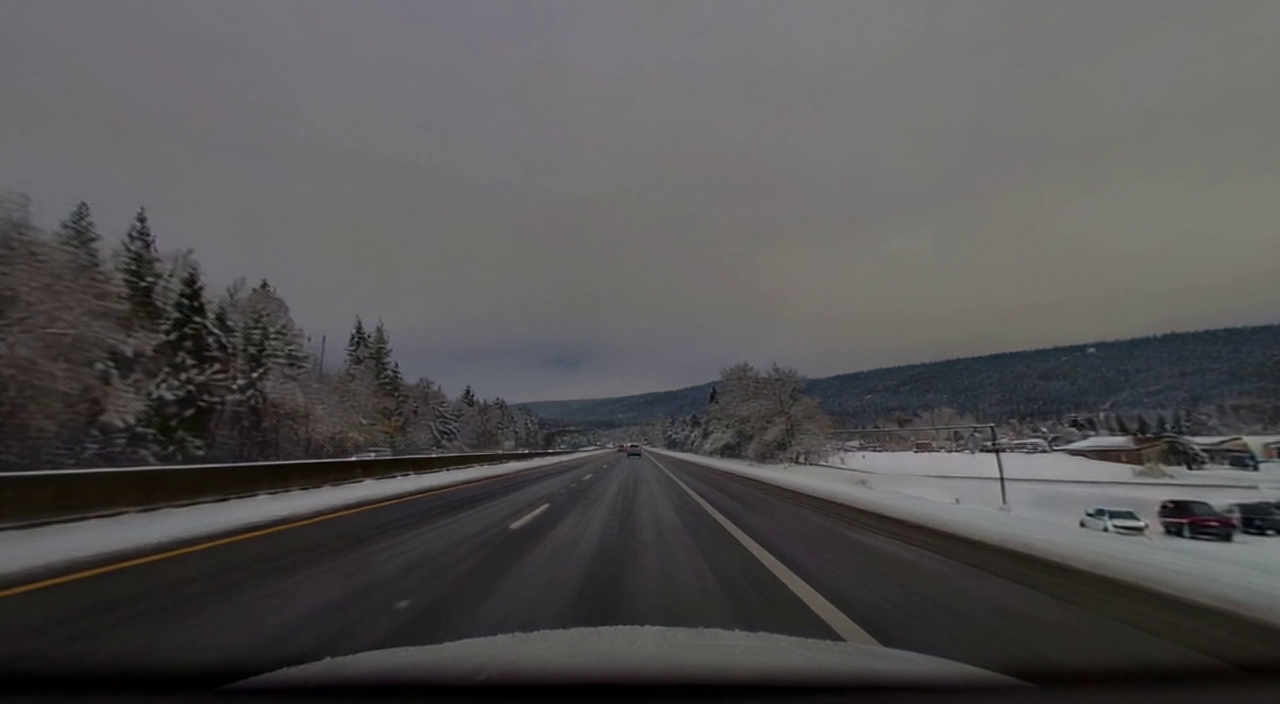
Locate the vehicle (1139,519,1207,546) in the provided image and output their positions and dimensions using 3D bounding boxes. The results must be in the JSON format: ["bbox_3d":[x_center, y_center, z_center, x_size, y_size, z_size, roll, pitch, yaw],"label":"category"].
[{"bbox_3d":[37.232,12.586,44.173,3.162,1.622,1.663,0,-9,0],"label":"vehicle"}]

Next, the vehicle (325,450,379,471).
[{"bbox_3d":[-21.619,8.144,47.679,1.853,1.495,4.676,0,-9,0],"label":"vehicle"}]

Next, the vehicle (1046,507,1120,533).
[{"bbox_3d":[34.759,13.168,49.634,4.190,1.776,2.089,0,-9,2],"label":"vehicle"}]

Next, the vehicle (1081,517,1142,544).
[{"bbox_3d":[35.106,13.266,47.057,2.908,1.632,1.996,0,-9,2],"label":"vehicle"}]

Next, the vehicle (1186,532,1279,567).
[{"bbox_3d":[36.695,12.191,39.098,3.639,1.728,2.172,0,-9,1],"label":"vehicle"}]
